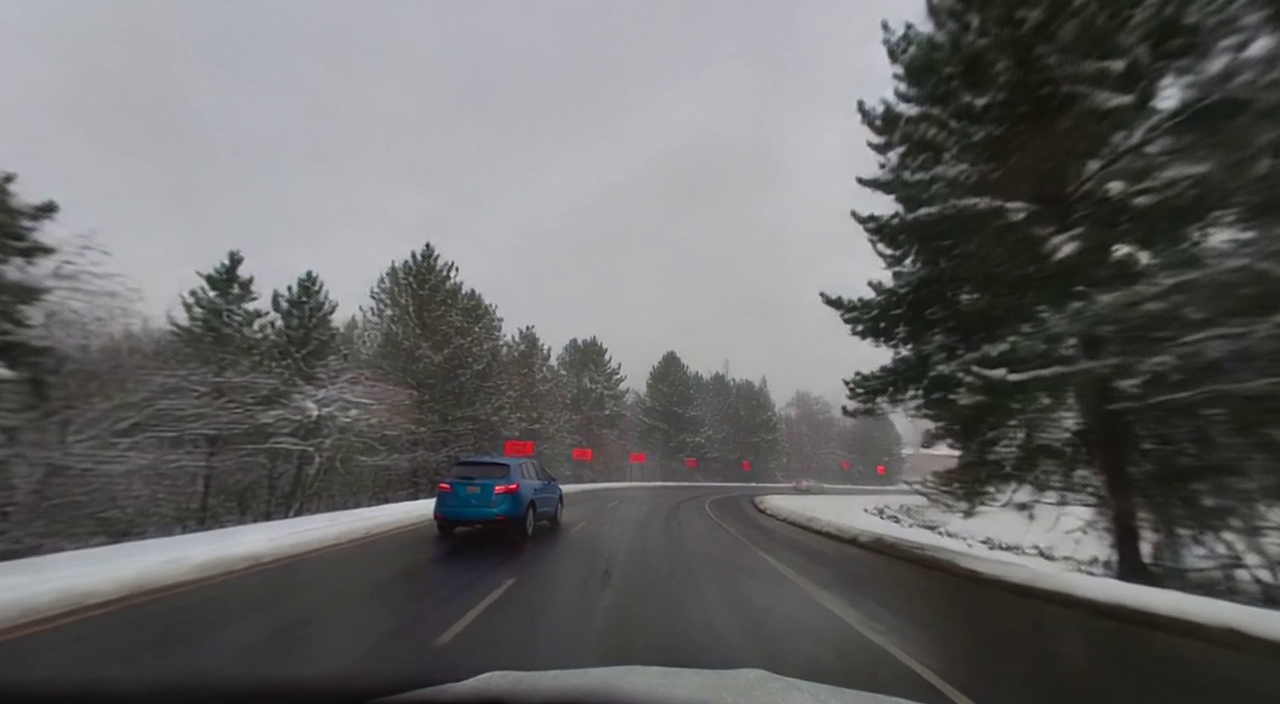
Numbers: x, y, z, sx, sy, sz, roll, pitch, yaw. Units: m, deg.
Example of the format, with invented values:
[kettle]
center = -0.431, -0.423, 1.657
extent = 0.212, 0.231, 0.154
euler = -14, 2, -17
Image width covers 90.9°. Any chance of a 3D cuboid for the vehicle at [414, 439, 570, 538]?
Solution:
[vehicle]
center = -2.851, 2.814, 13.334
extent = 1.997, 1.692, 4.422
euler = 0, -11, 3
